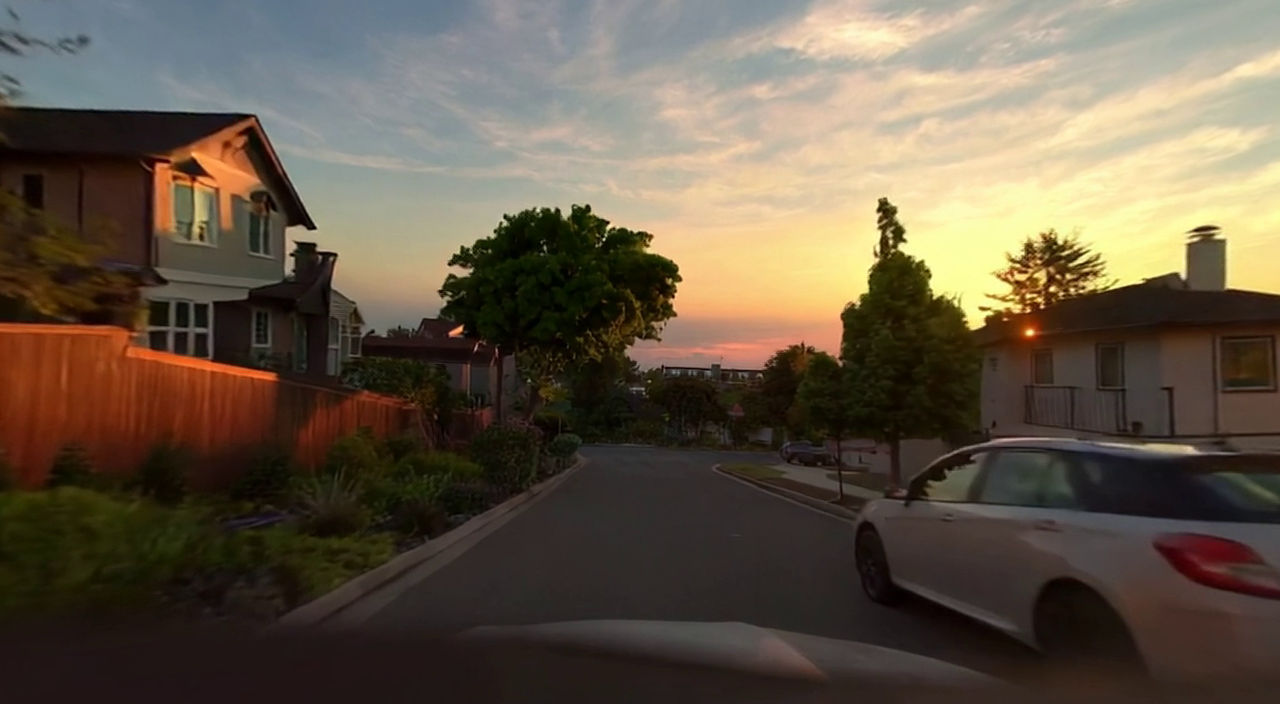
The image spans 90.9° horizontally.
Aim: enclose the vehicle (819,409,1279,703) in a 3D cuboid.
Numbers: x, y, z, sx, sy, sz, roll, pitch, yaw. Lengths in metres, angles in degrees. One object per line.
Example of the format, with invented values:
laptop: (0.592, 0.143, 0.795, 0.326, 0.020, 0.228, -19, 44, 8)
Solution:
vehicle: (2.878, 1.227, 4.281, 1.955, 1.498, 4.046, 0, -8, -3)
